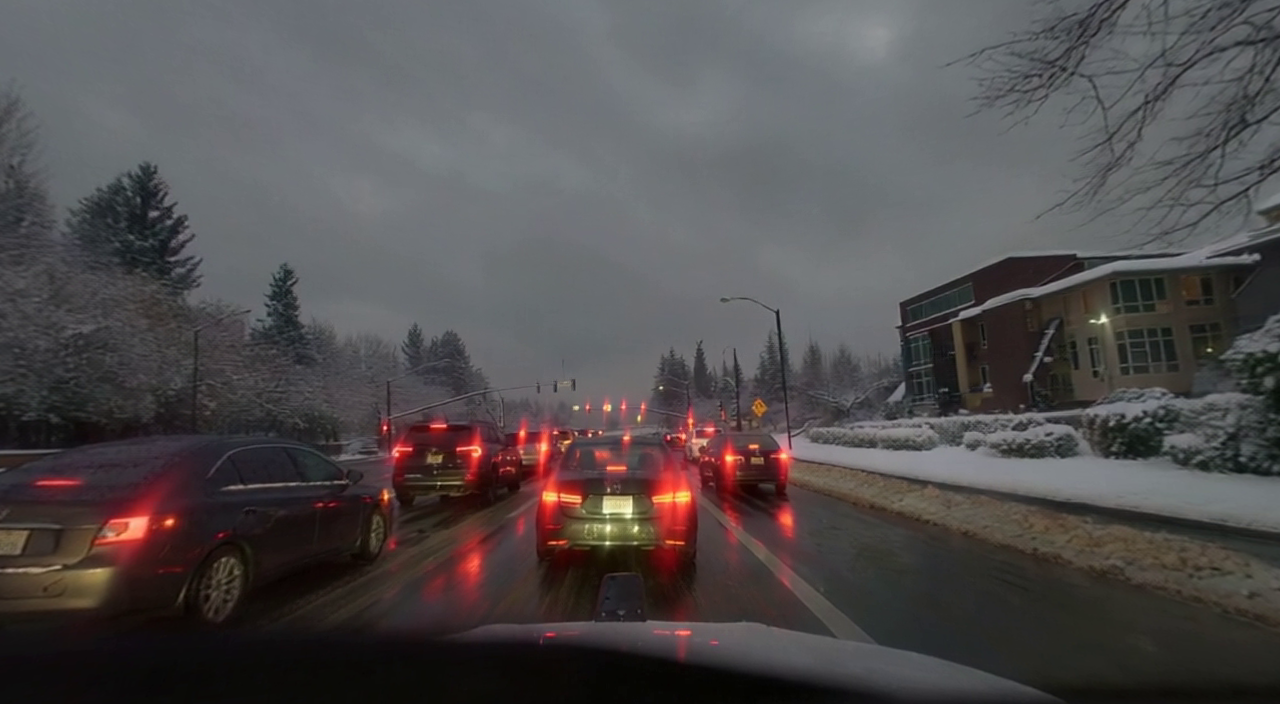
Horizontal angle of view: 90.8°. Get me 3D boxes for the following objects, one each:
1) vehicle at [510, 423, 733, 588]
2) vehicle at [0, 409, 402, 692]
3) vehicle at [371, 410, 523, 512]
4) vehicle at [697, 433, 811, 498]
[{"bbox_3d":[-0.232,1.684,7.806,2.007,1.467,4.059,0,-8,-2],"label":"vehicle"},{"bbox_3d":[-3.861,1.352,5.471,1.985,1.467,4.224,0,-8,-1],"label":"vehicle"},{"bbox_3d":[-4.029,2.367,14.122,2.054,1.881,4.469,0,-8,-1],"label":"vehicle"},{"bbox_3d":[2.801,2.914,16.609,1.978,1.452,4.381,0,-8,-3],"label":"vehicle"}]
